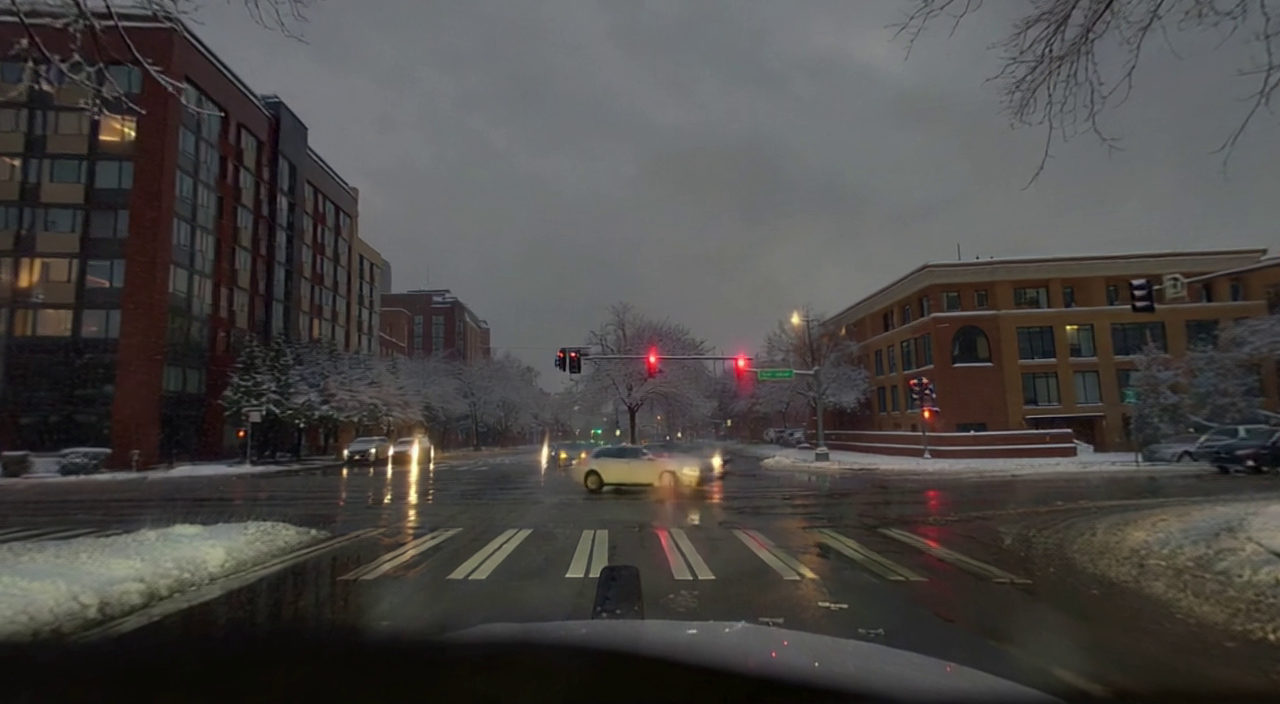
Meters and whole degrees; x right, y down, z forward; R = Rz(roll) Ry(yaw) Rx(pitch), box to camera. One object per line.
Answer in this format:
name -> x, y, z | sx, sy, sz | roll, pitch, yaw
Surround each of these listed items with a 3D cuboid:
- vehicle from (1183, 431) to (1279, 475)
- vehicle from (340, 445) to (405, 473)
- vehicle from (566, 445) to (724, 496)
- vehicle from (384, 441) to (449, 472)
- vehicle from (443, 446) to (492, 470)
vehicle -> 22.326, 3.557, 22.356 | 4.474, 1.477, 1.908 | 0, -9, -3
vehicle -> -18.543, 7.409, 44.086 | 2.237, 1.842, 5.116 | 0, -9, 0
vehicle -> 0.102, 3.333, 18.071 | 4.093, 1.288, 1.910 | -6, -10, 32
vehicle -> -15.133, 7.125, 43.241 | 2.340, 1.946, 5.450 | -1, -9, 1
vehicle -> -11.634, 7.148, 42.816 | 2.003, 1.476, 4.297 | -1, -9, 2
